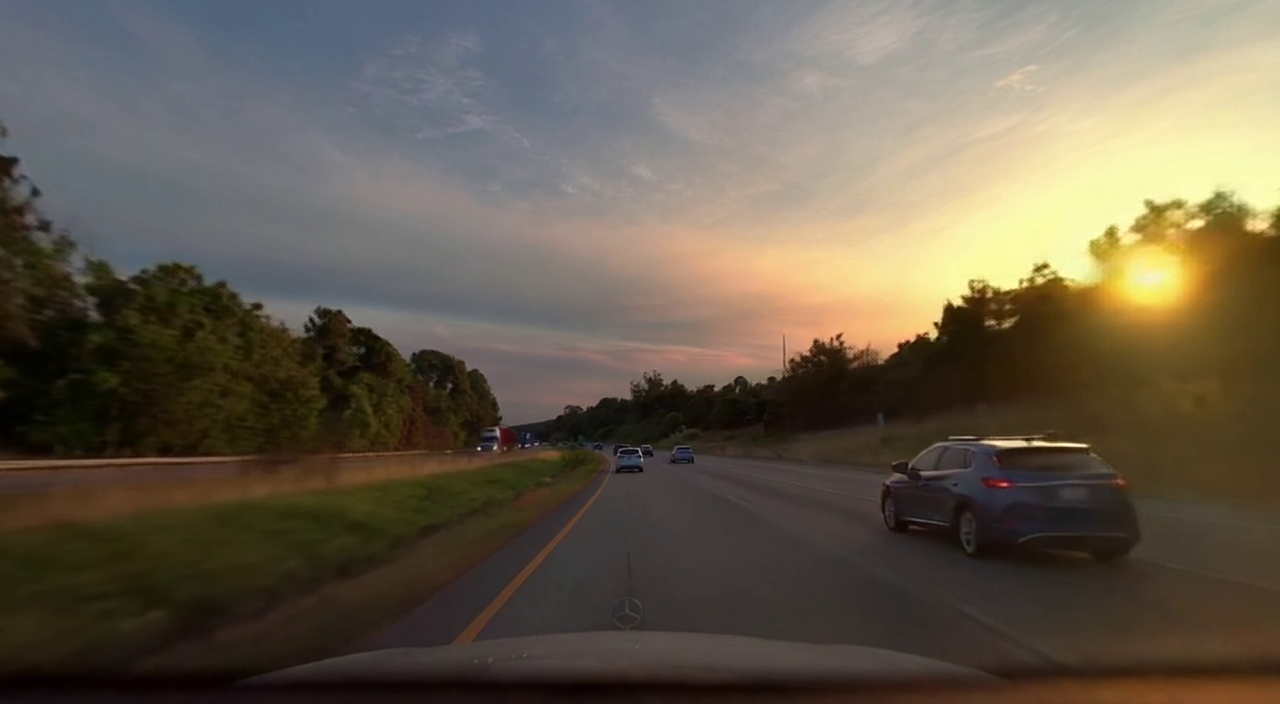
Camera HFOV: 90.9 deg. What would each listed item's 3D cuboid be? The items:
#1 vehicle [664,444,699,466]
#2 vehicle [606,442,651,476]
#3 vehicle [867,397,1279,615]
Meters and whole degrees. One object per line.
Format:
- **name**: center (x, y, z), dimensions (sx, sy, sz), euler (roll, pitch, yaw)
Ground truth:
- **vehicle**: center (2.970, 7.526, 46.059), dimensions (2.008, 1.504, 4.291), euler (1, -9, -4)
- **vehicle**: center (-0.579, 5.183, 30.622), dimensions (2.050, 1.534, 3.771), euler (0, -9, -2)
- **vehicle**: center (4.190, 1.458, 6.746), dimensions (2.013, 1.623, 3.916), euler (0, -9, 0)
